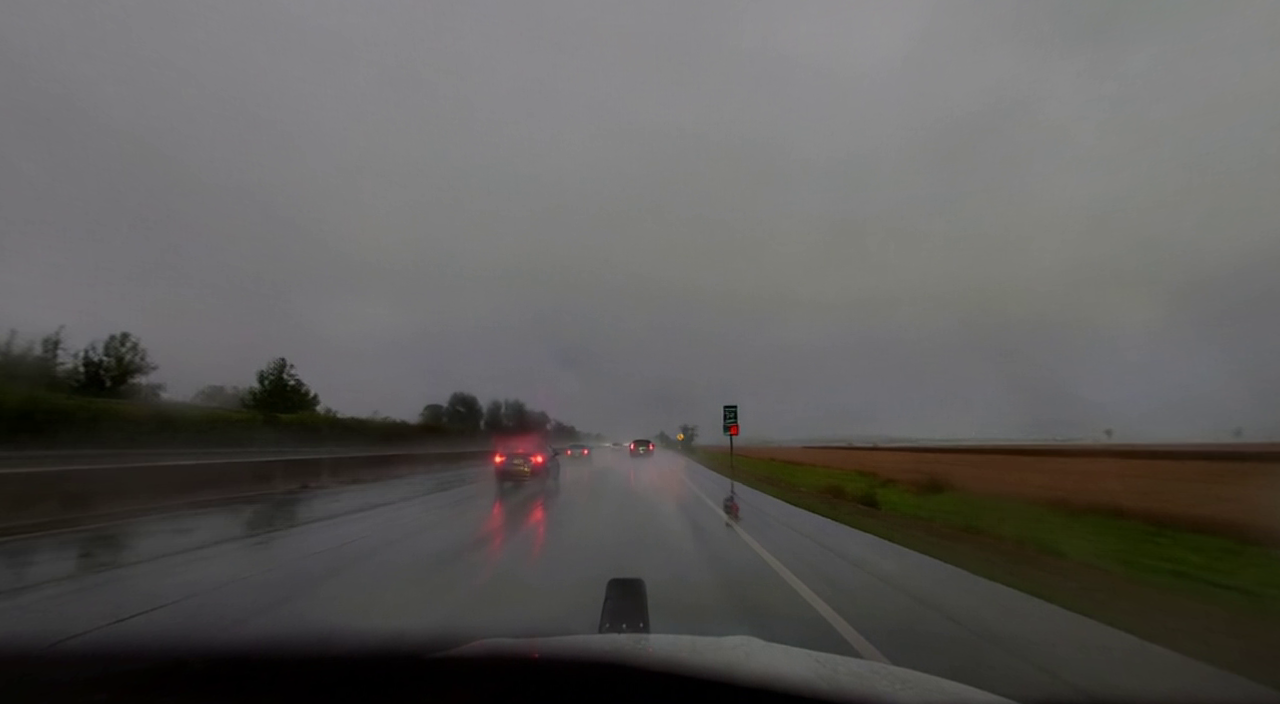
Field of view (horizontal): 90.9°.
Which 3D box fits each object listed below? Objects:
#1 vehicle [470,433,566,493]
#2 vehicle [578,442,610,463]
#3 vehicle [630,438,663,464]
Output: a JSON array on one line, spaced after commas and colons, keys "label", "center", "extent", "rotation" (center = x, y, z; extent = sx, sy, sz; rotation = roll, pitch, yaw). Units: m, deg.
[{"label": "vehicle", "center": [-3.684, 3.443, 19.950], "extent": [2.028, 1.634, 4.441], "rotation": [0, -8, 1]}, {"label": "vehicle", "center": [-3.471, 7.611, 47.919], "extent": [2.066, 1.497, 4.253], "rotation": [0, -8, 1]}, {"label": "vehicle", "center": [0.423, 6.983, 44.576], "extent": [2.259, 1.697, 4.106], "rotation": [0, -8, 0]}]
